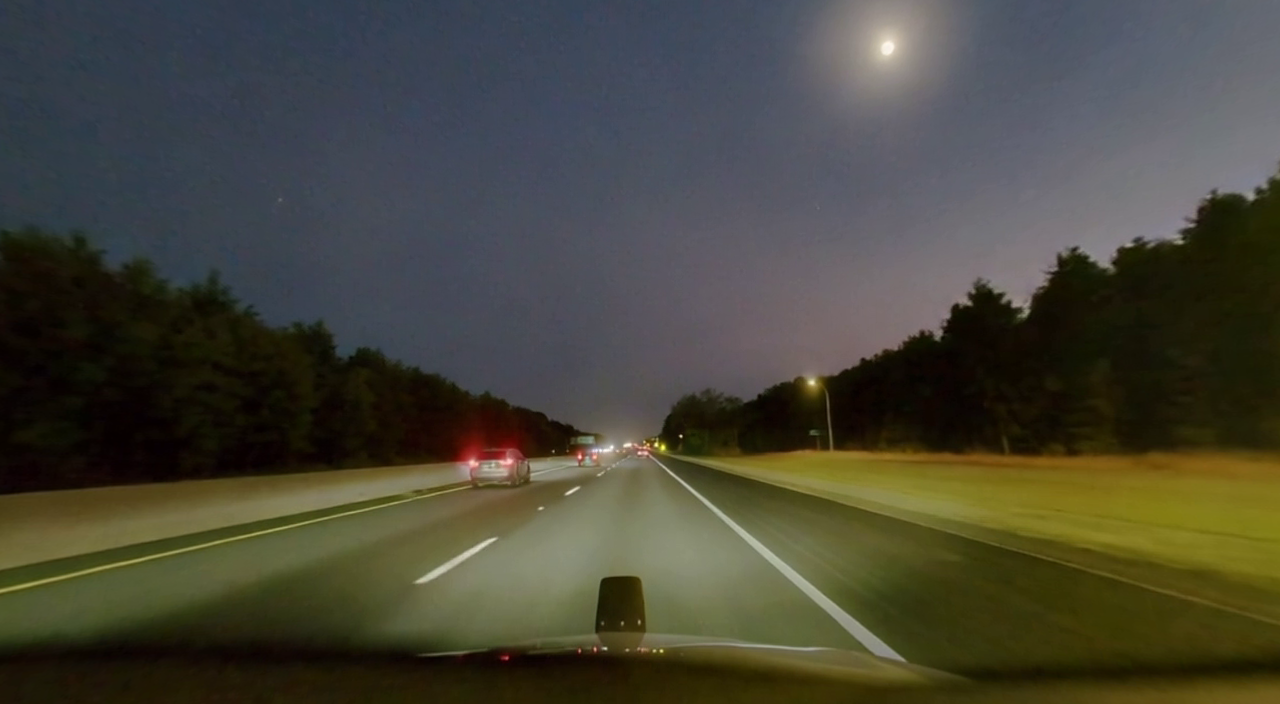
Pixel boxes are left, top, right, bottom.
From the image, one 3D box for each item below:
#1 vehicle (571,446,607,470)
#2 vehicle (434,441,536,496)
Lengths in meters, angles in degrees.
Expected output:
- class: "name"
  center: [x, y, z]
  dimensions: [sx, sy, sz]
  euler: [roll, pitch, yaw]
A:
- class: "vehicle"
  center: [-3.347, 7.029, 41.997]
  dimensions: [2.005, 1.474, 3.921]
  euler: [0, -9, 1]
- class: "vehicle"
  center: [-4.671, 3.590, 19.739]
  dimensions: [1.975, 1.501, 4.603]
  euler: [0, -9, 1]
